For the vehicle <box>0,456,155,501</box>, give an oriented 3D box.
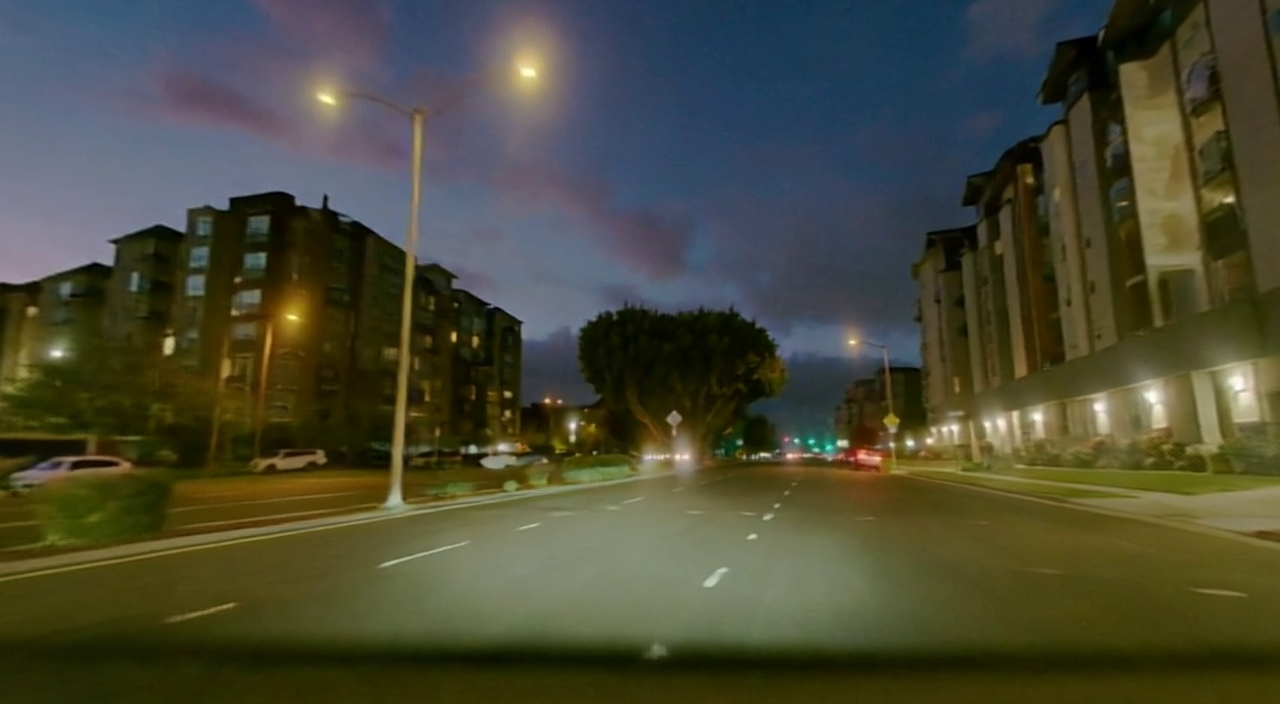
[{"bbox_3d":[-22.360,4.990,25.190,1.816,1.496,4.384,-3,-9,14],"label":"vehicle"}]
